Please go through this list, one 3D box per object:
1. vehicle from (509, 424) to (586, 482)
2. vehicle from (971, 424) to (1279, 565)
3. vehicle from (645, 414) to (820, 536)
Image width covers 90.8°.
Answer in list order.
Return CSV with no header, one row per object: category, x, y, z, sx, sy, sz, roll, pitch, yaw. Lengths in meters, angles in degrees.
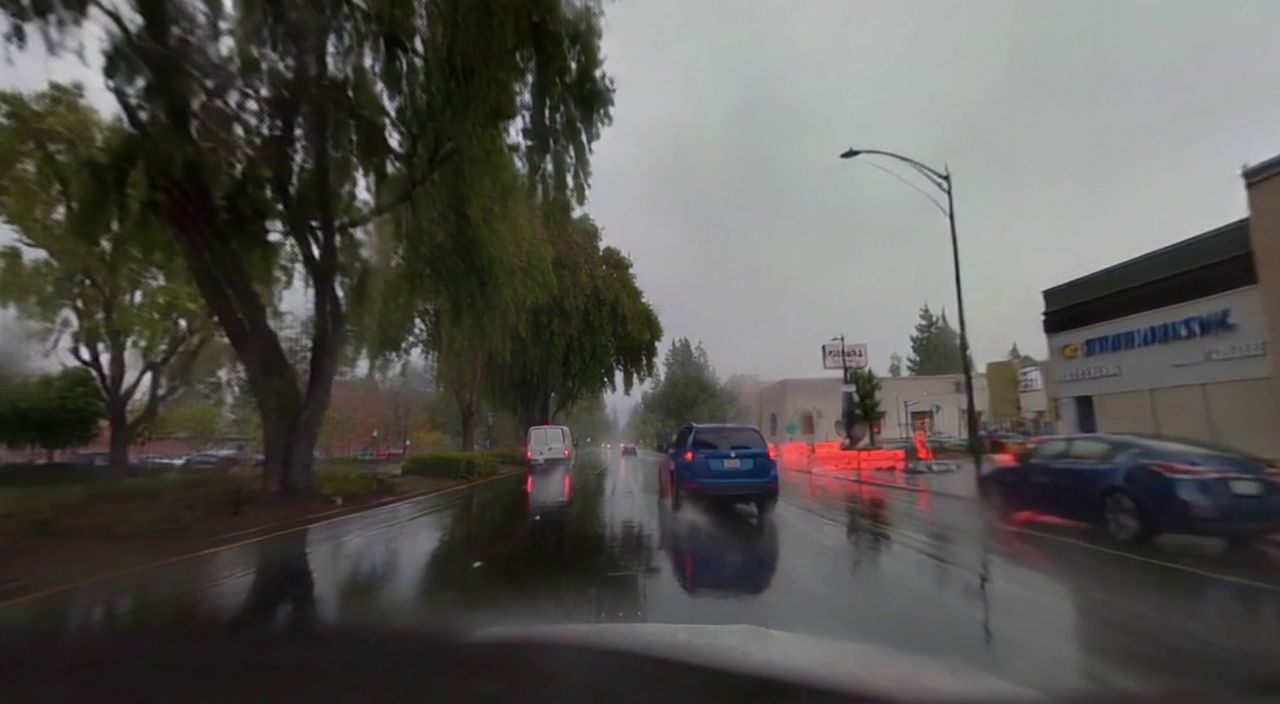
vehicle,-3.576,4.070,25.611,2.357,2.063,5.488,0,-8,-1
vehicle,6.836,1.837,8.932,1.853,1.483,4.313,0,-8,-1
vehicle,1.357,2.075,11.259,2.168,1.725,4.192,0,-8,-5
